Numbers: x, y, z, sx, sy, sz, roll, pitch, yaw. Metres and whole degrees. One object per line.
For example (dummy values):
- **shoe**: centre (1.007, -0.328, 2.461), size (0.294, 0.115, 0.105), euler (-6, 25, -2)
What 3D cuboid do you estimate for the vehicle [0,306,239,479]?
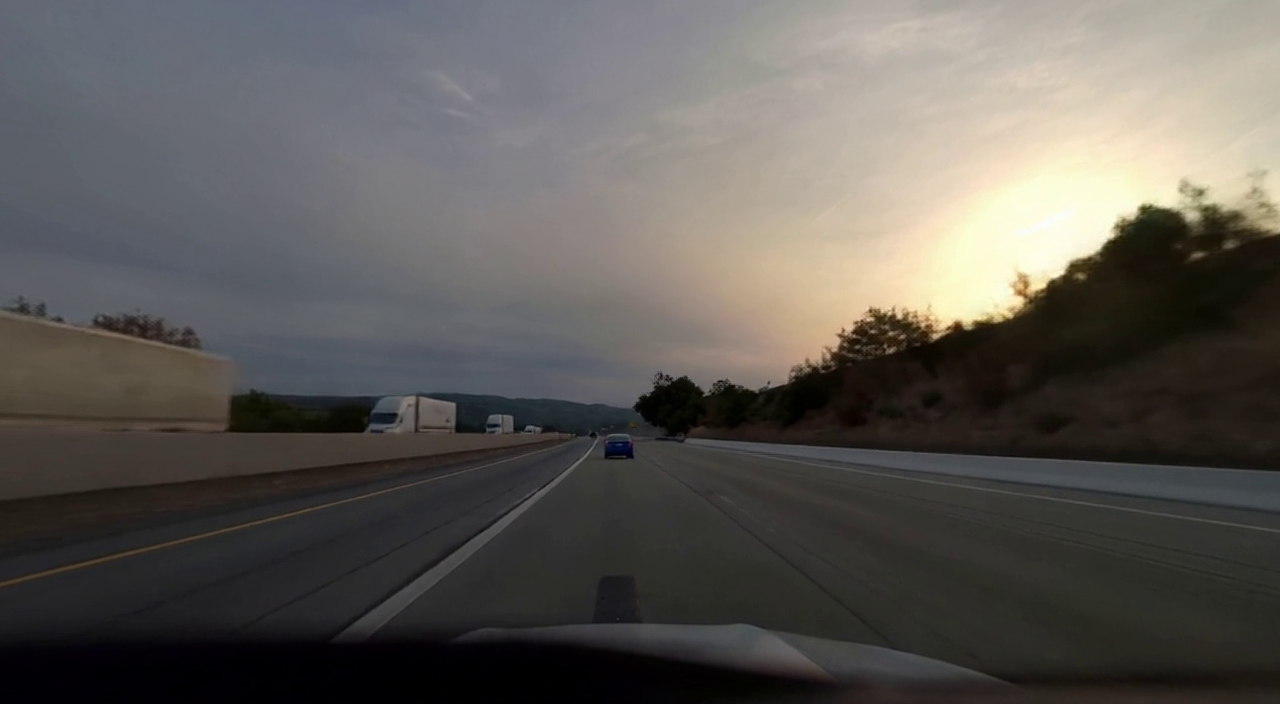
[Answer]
- **vehicle**: centre (-16.498, 1.202, 16.515), size (2.925, 4.011, 14.484), euler (0, -8, -2)

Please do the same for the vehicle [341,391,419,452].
- **vehicle**: centre (-17.568, 4.802, 43.114), size (2.992, 3.902, 5.828), euler (0, -8, -3)

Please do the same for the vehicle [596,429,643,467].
- **vehicle**: centre (-1.013, 4.388, 29.050), size (1.997, 1.589, 4.179), euler (0, -8, -4)
